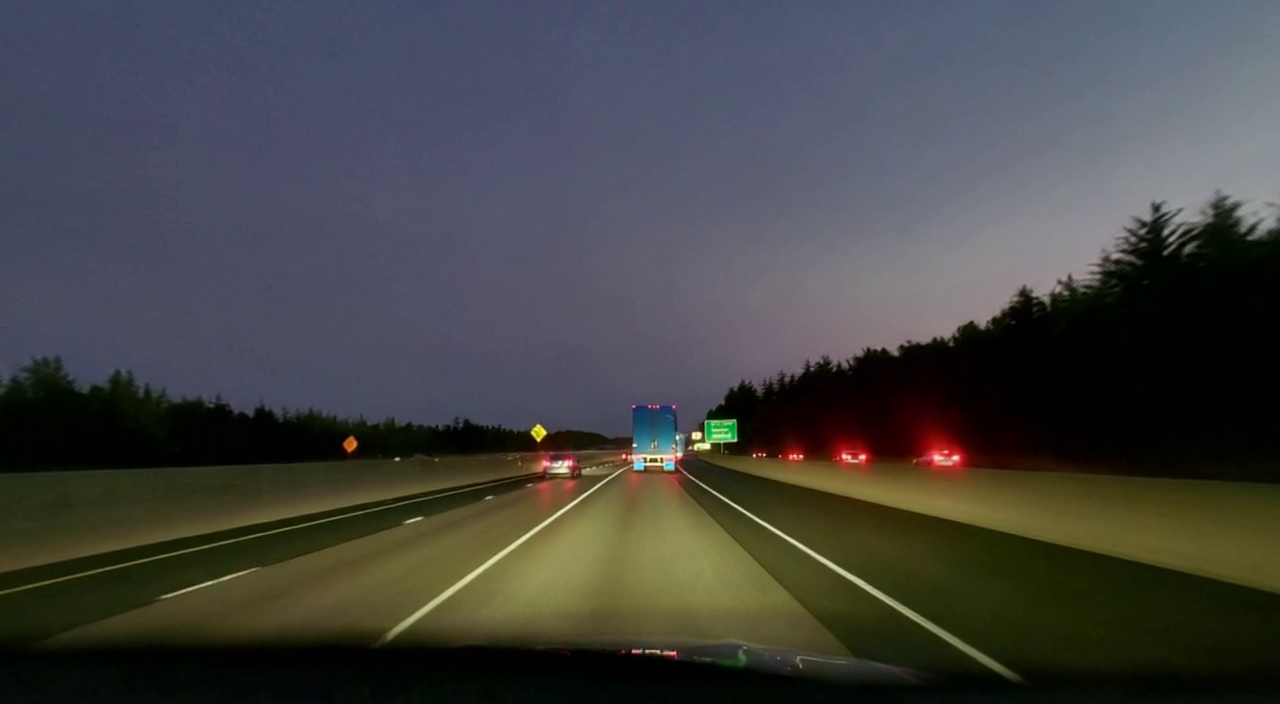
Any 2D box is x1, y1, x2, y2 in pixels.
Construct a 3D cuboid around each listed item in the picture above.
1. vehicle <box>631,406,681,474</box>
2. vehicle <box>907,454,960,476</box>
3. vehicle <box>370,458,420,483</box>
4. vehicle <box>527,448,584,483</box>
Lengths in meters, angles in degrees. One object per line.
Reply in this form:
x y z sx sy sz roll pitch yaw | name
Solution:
1.134 6.055 43.109 3.022 4.072 10.318 0 -9 2 | vehicle
20.366 7.829 43.864 1.857 1.407 3.719 0 -9 0 | vehicle
-16.047 7.761 41.499 1.701 1.465 3.759 0 -9 1 | vehicle
-3.818 5.185 29.186 1.931 1.466 4.458 0 -9 2 | vehicle
